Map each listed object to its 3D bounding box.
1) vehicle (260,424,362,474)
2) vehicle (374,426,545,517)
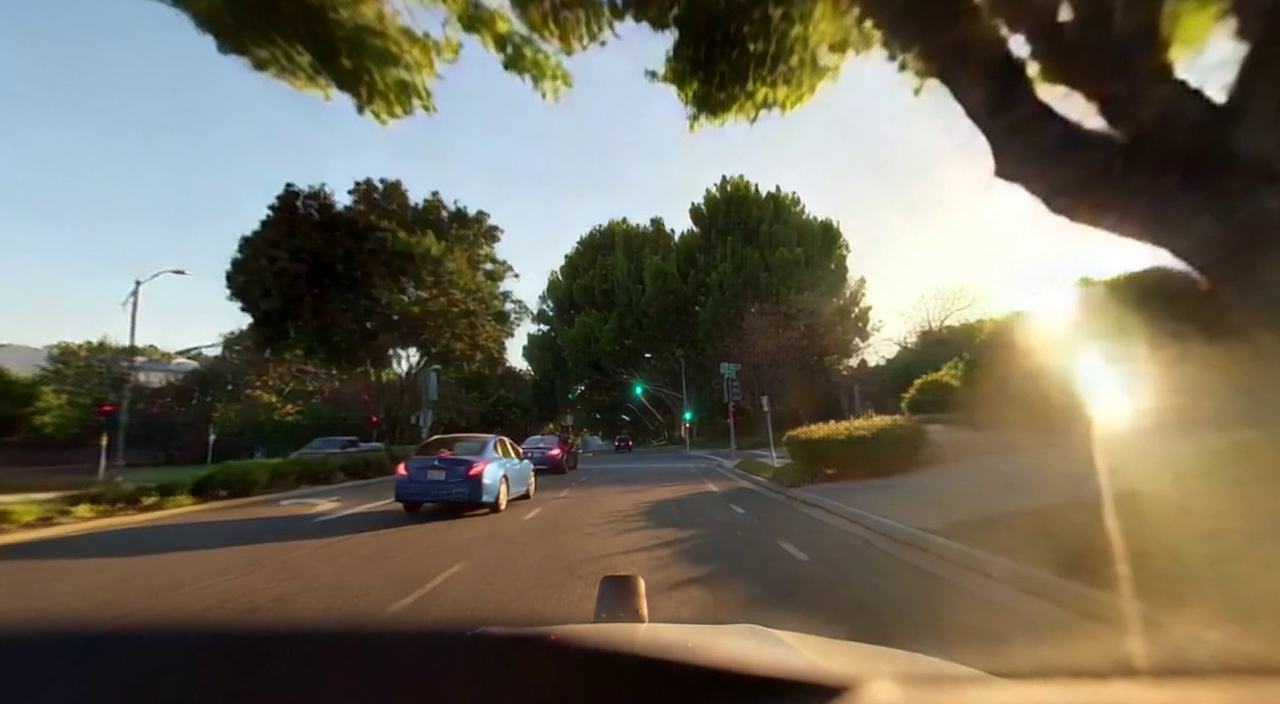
[{"bbox_3d":[-17.042,5.076,33.109,2.496,2.351,5.293,0,-8,0],"label":"vehicle"},{"bbox_3d":[-3.360,2.330,12.886,2.038,1.486,4.678,-1,-8,1],"label":"vehicle"}]
